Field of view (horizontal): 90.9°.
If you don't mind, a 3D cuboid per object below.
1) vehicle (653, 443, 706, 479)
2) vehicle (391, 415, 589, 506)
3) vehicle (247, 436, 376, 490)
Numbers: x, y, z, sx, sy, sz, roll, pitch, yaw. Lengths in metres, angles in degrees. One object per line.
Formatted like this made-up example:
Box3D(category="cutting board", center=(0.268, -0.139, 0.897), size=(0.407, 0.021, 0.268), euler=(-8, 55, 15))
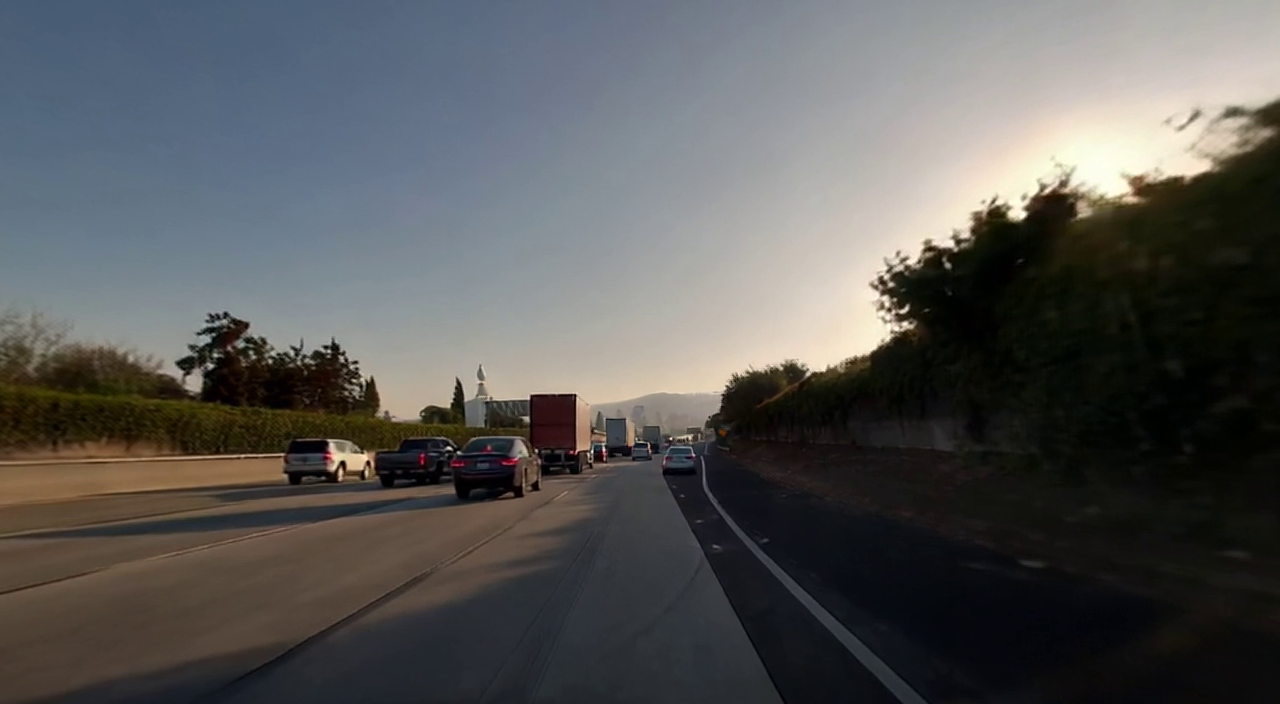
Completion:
Box3D(category="vehicle", center=(1.739, 4.768, 27.894), size=(2.176, 1.493, 3.955), euler=(-1, -8, 3))
Box3D(category="vehicle", center=(-3.867, 3.465, 21.318), size=(3.050, 1.964, 15.030), euler=(0, -8, 0))
Box3D(category="vehicle", center=(-11.583, 3.913, 22.706), size=(2.073, 1.722, 4.664), euler=(0, -8, 1))
